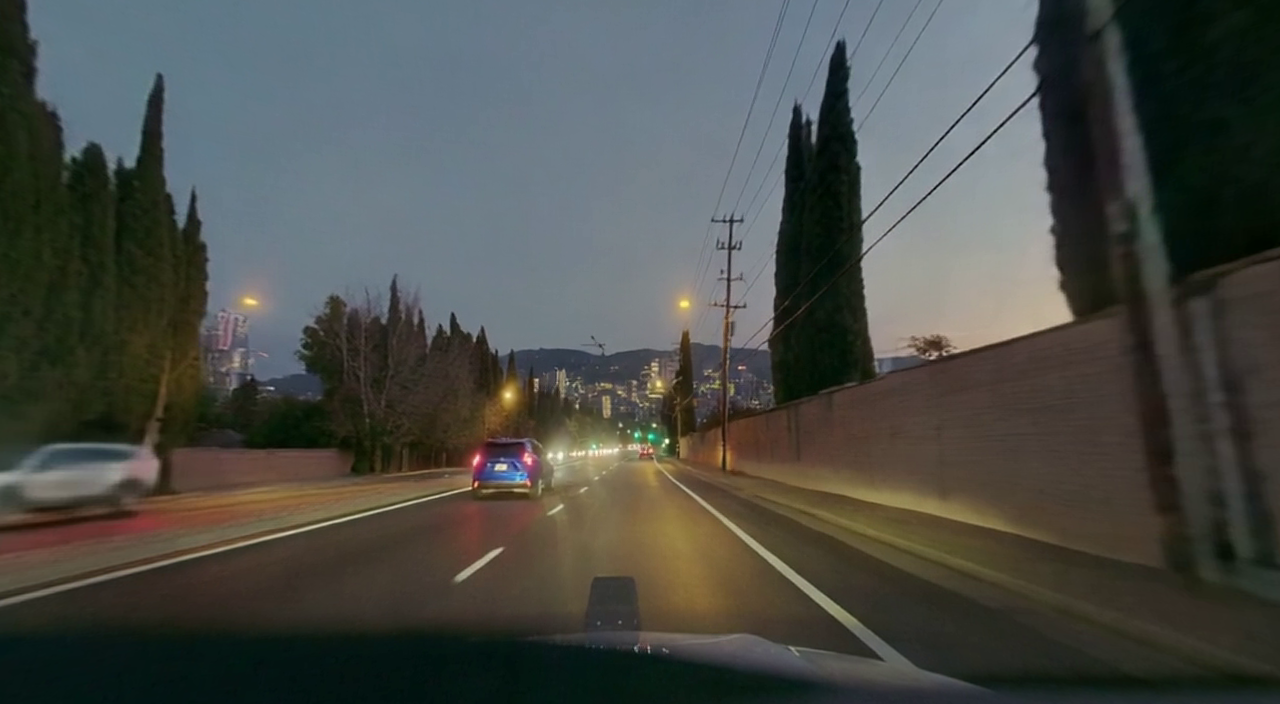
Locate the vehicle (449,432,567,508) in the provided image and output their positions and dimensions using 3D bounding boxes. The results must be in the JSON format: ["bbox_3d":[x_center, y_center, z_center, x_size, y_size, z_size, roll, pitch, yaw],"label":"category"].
[{"bbox_3d":[-3.352,3.096,16.999,2.147,1.730,4.555,0,-9,1],"label":"vehicle"}]

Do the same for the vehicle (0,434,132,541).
[{"bbox_3d":[-12.332,2.513,11.925,1.930,1.868,4.063,0,-8,0],"label":"vehicle"}]
